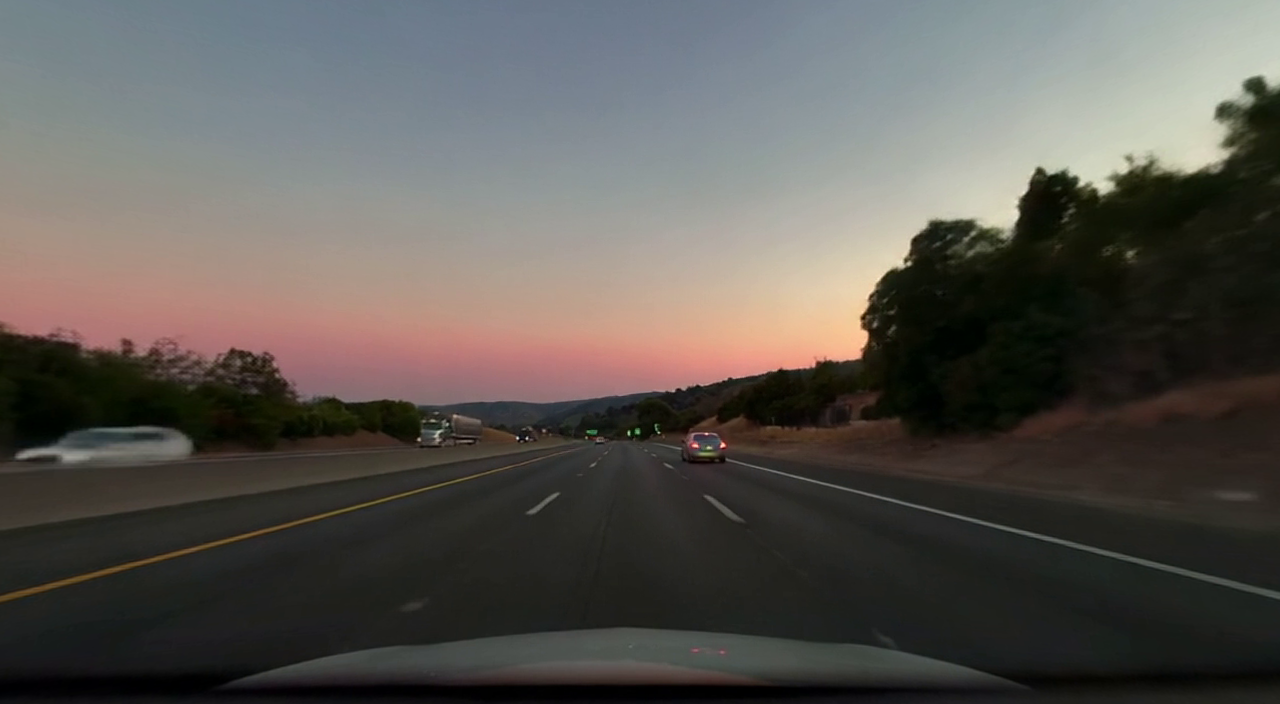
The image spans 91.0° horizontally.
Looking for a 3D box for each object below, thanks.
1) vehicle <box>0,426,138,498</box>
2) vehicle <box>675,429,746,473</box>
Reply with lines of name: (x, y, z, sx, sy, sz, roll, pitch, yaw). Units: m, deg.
vehicle: (-16.464, 2.951, 17.231, 2.070, 1.716, 4.121, 0, -8, -1)
vehicle: (2.835, 4.109, 26.364, 2.349, 1.651, 4.161, 0, -8, -2)
